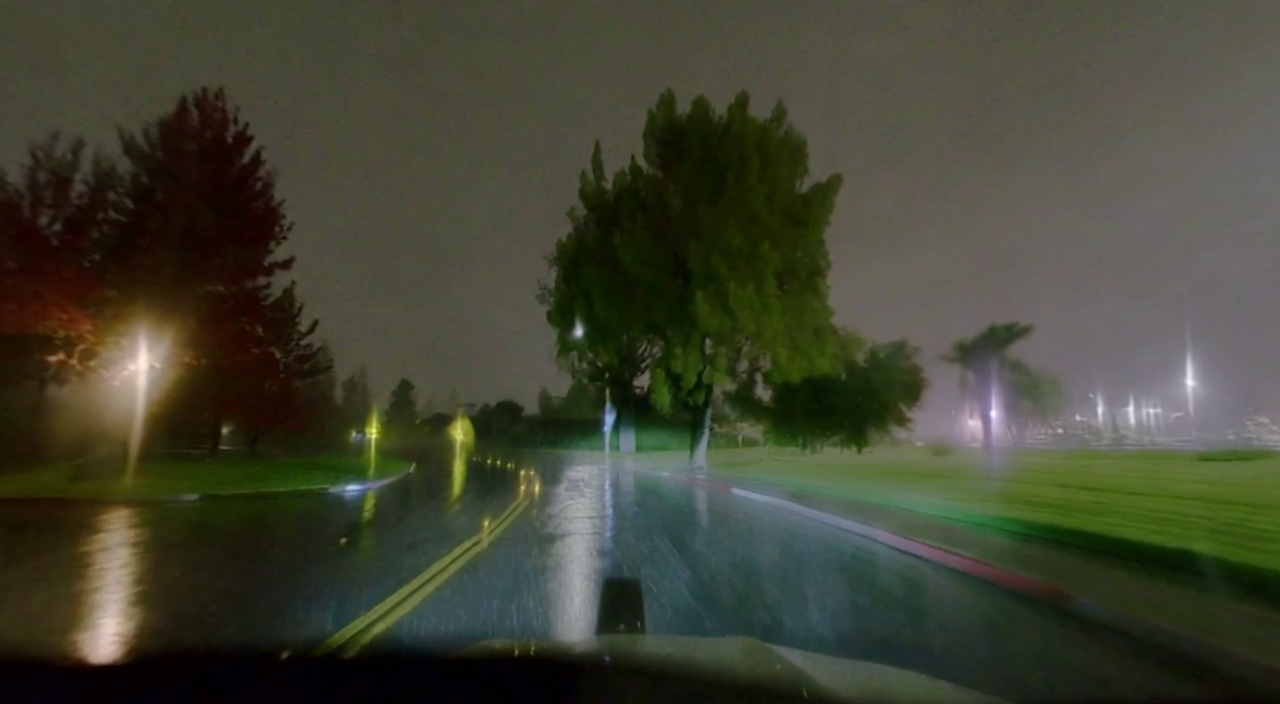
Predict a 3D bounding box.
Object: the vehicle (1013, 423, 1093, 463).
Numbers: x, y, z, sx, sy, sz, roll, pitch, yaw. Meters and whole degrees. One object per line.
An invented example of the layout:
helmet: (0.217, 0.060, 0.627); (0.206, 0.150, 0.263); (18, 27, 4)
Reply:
vehicle: (29.691, 6.558, 45.589); (2.572, 2.692, 3.848); (3, -9, -21)
